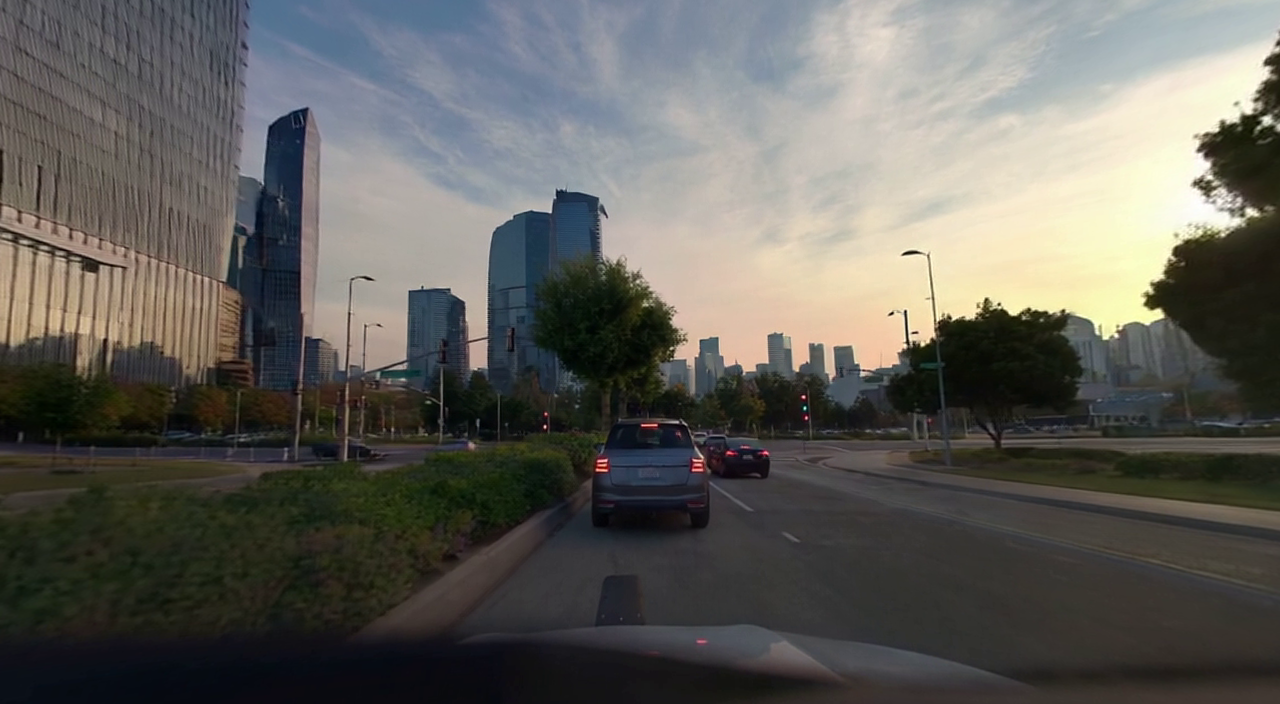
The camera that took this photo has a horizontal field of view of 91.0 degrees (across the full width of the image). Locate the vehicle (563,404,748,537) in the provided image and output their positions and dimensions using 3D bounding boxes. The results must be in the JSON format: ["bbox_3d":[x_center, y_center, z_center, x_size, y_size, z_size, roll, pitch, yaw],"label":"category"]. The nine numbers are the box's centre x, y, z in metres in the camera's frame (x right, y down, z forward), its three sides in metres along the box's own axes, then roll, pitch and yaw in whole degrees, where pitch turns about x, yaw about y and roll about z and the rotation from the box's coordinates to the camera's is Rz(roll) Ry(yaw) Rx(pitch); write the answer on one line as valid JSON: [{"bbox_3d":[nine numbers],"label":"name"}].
[{"bbox_3d":[0.227,2.023,11.244,2.601,1.878,4.535,0,-9,0],"label":"vehicle"}]

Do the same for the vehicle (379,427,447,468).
[{"bbox_3d":[-14.021,5.871,38.667,2.717,2.310,6.448,5,-10,-29],"label":"vehicle"}]
